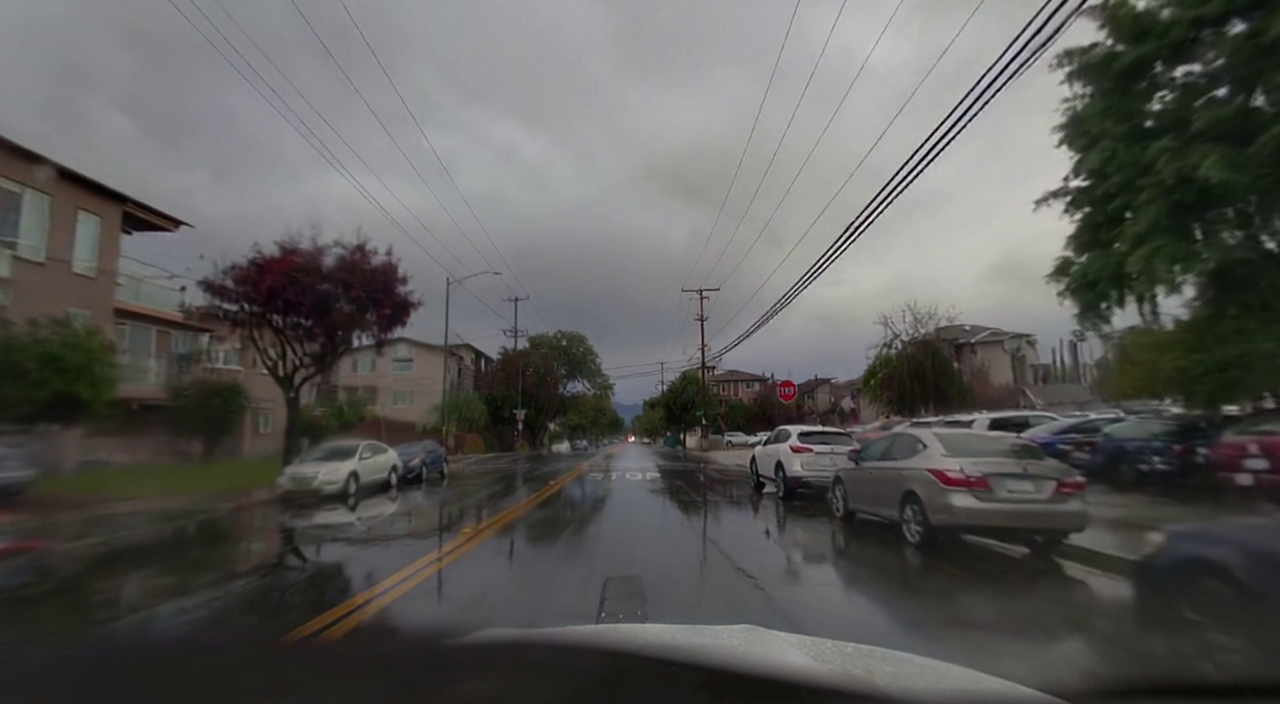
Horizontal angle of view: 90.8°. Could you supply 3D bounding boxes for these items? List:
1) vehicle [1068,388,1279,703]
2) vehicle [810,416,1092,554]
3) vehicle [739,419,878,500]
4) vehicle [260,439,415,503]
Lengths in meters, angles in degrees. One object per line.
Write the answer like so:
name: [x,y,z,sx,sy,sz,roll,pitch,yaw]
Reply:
vehicle: [4.075,0.842,2.093,2.133,1.586,4.498,0,-8,0]
vehicle: [4.025,1.774,9.138,1.846,1.506,4.165,0,-8,-2]
vehicle: [3.727,2.456,14.820,1.976,1.614,4.052,0,-8,-3]
vehicle: [-7.898,3.111,17.076,1.904,1.488,4.600,0,-8,0]
